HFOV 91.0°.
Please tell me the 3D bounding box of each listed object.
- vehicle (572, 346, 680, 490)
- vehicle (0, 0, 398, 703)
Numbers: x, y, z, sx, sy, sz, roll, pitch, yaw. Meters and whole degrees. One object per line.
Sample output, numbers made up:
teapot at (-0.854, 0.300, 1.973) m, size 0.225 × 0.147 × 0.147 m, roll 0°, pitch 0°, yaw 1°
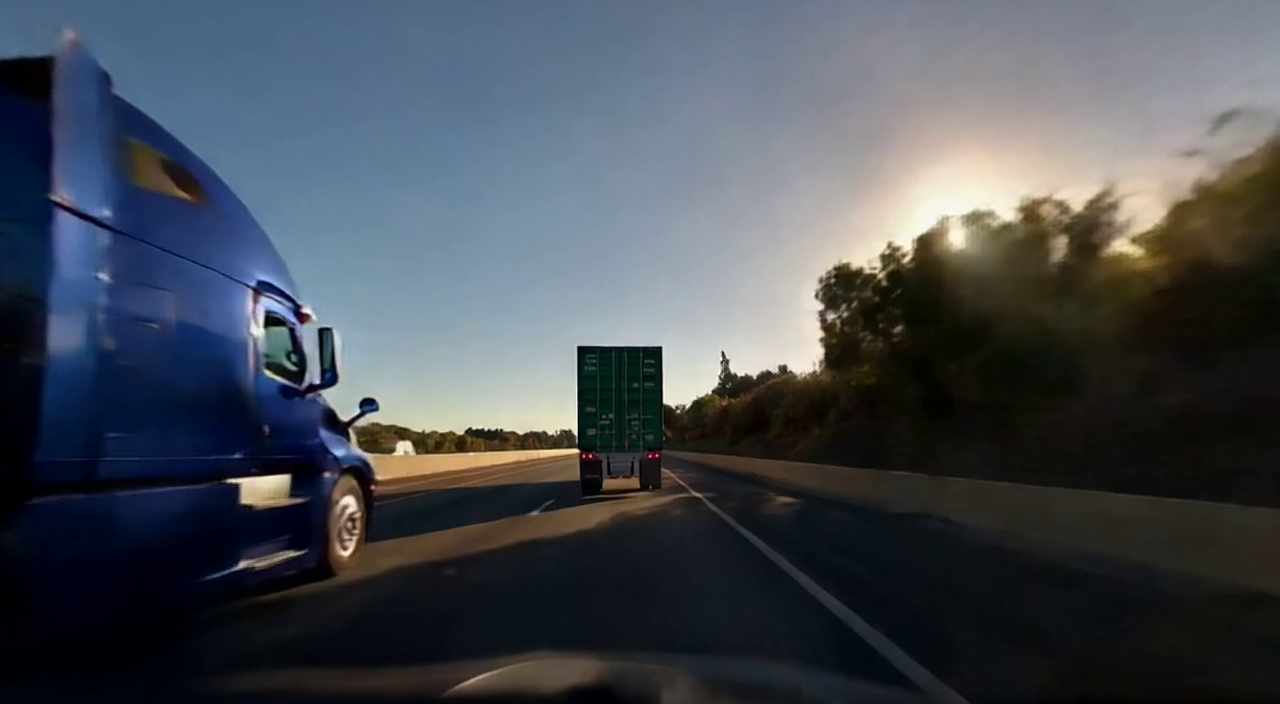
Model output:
vehicle at (-0.389, 2.647, 23.093) m, size 2.942 × 4.003 × 11.297 m, roll 0°, pitch -9°, yaw 0°
vehicle at (-4.064, 0.002, 3.011) m, size 3.418 × 3.652 × 5.690 m, roll 0°, pitch -9°, yaw 0°
